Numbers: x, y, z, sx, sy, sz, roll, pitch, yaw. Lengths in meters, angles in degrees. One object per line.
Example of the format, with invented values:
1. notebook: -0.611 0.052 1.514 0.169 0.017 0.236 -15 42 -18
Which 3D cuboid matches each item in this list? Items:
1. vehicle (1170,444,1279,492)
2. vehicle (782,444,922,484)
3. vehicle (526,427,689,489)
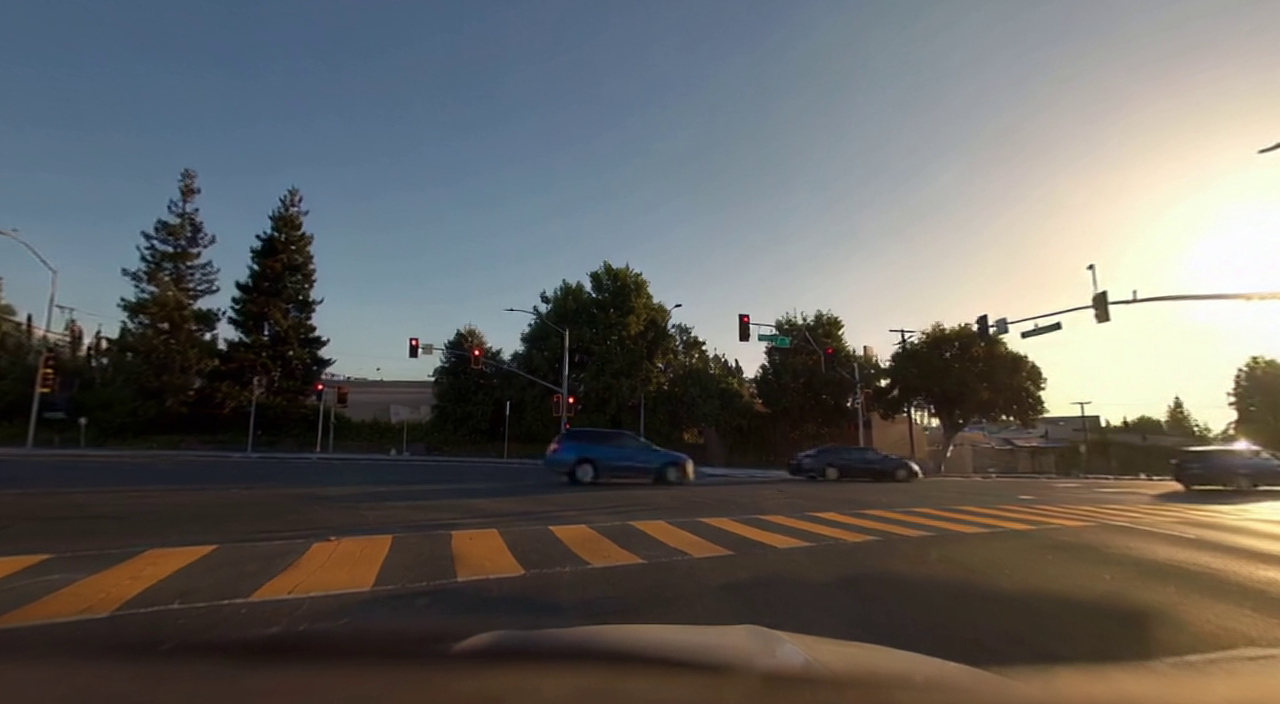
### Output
1. vehicle: 23.129 4.389 24.198 5.014 1.675 1.906 3 -9 -20
2. vehicle: 8.633 4.518 25.786 5.203 1.488 1.907 2 -9 -17
3. vehicle: -1.022 3.204 19.341 4.626 1.710 1.891 3 -9 -17
